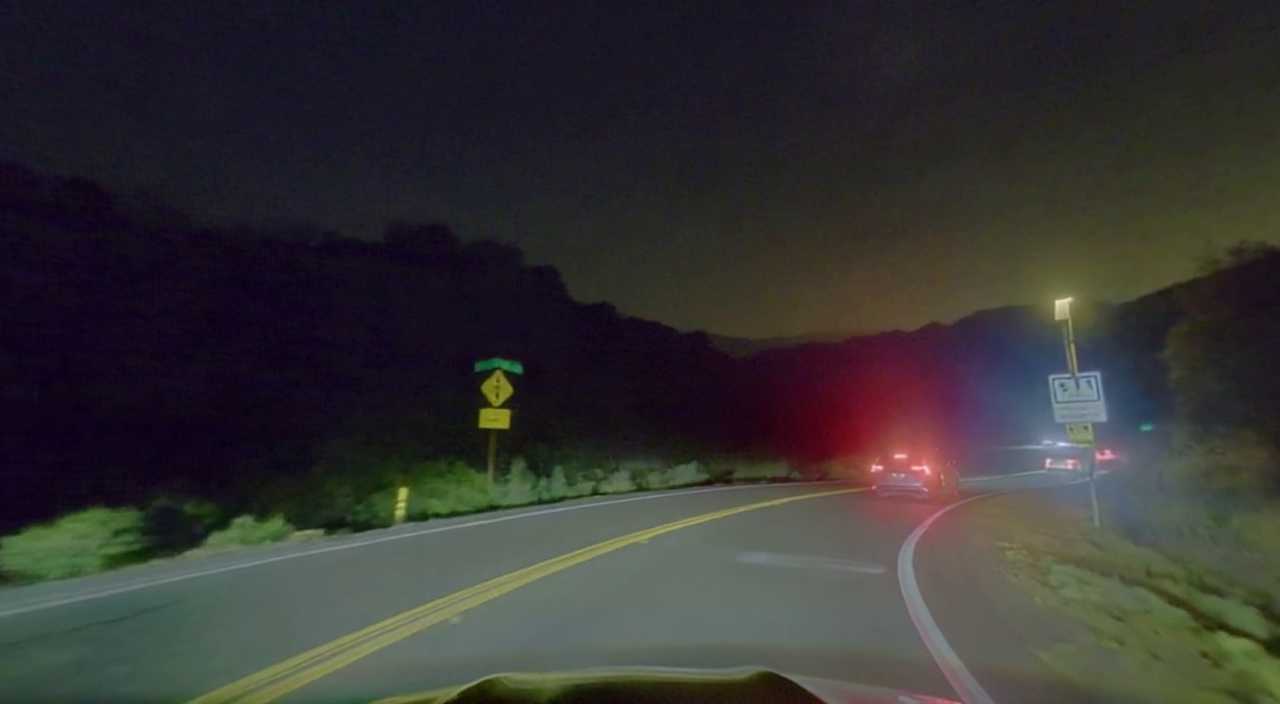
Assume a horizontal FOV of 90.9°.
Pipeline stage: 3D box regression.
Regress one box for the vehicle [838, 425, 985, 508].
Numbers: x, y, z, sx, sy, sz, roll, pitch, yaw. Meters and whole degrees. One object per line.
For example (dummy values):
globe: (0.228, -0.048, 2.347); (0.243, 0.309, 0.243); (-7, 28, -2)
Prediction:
vehicle: (8.005, 3.202, 18.193); (2.500, 1.961, 5.637); (-6, -11, 37)
